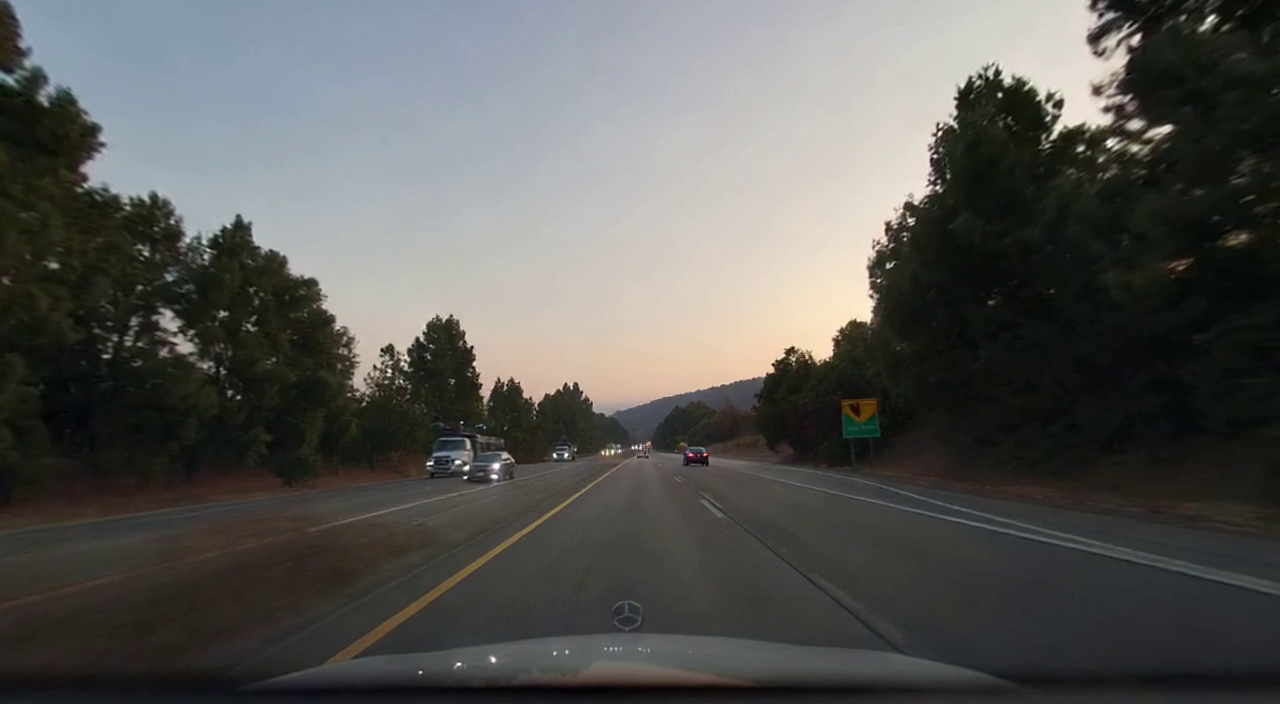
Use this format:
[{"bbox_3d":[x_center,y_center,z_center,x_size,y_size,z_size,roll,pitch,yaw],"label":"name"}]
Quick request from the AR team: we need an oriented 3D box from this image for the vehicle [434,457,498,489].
[{"bbox_3d":[-8.946,6.234,32.829,1.962,1.485,4.627,0,-9,0],"label":"vehicle"}]

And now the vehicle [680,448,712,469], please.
[{"bbox_3d":[4.299,8.258,49.052,2.013,1.584,3.995,0,-9,-1],"label":"vehicle"}]

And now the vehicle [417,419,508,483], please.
[{"bbox_3d":[-13.196,7.641,48.740,2.895,4.132,14.189,0,-9,0],"label":"vehicle"}]
